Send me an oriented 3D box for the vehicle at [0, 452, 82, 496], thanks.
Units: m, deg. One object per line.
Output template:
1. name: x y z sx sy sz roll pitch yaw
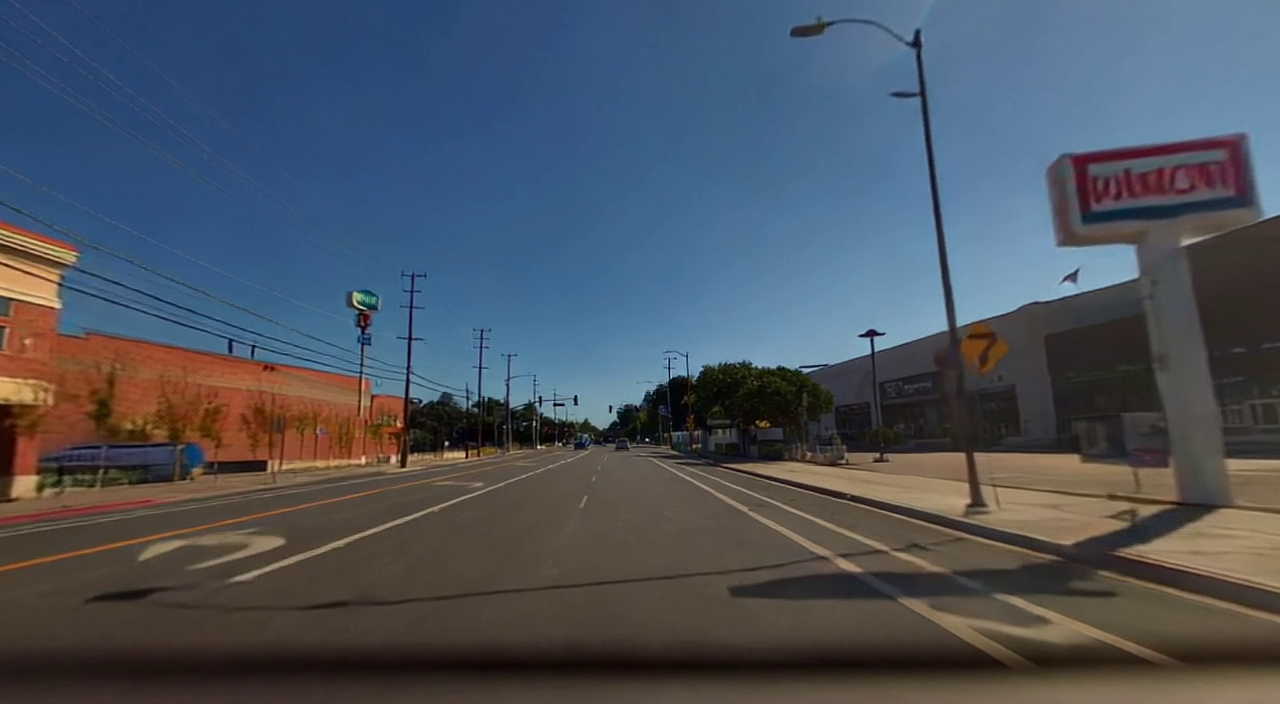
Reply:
1. vehicle: -27.609 5.419 28.448 4.811 1.756 2.070 -5 -10 30
